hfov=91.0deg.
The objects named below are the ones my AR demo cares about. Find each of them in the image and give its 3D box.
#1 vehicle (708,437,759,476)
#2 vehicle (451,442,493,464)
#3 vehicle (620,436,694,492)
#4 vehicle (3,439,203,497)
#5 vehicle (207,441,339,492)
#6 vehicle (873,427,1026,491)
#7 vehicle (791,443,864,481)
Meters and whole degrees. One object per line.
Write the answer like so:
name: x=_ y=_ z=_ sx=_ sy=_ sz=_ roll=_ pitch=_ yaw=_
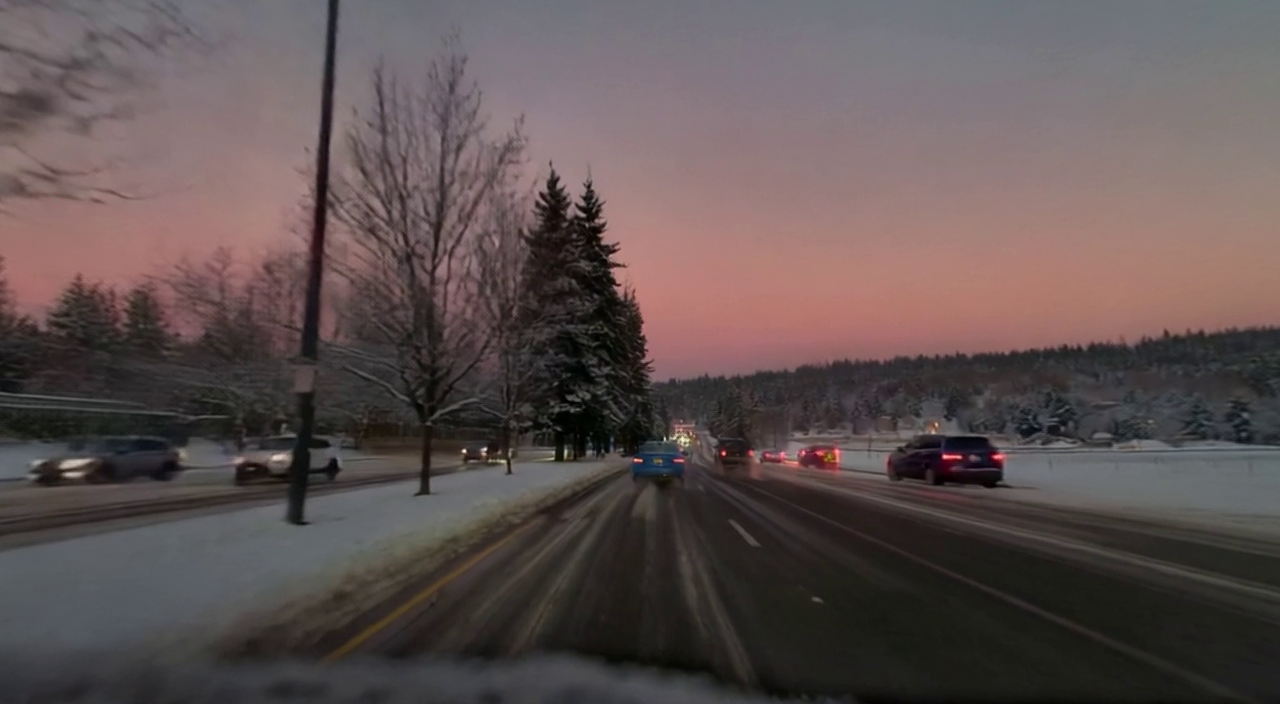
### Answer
vehicle: x=4.577 y=5.193 z=31.457 sx=1.976 sy=1.796 sz=4.159 roll=0 pitch=-9 yaw=1
vehicle: x=-12.107 y=7.290 z=45.501 sx=1.785 sy=1.503 sz=3.885 roll=0 pitch=-9 yaw=3
vehicle: x=0.550 y=3.603 z=20.530 sx=2.145 sy=1.603 sz=4.369 roll=0 pitch=-9 yaw=2
vehicle: x=-16.008 y=3.454 z=19.191 sx=2.036 sy=1.524 sz=4.590 roll=0 pitch=-9 yaw=0
vehicle: x=-12.555 y=3.899 z=21.959 sx=1.869 sy=1.549 sz=4.675 roll=1 pitch=-8 yaw=-2
vehicle: x=11.419 y=4.030 z=24.101 sx=2.493 sy=2.084 sz=6.892 roll=0 pitch=-9 yaw=1
vehicle: x=7.981 y=4.710 z=27.199 sx=1.928 sy=1.488 sz=4.361 roll=0 pitch=-9 yaw=1
